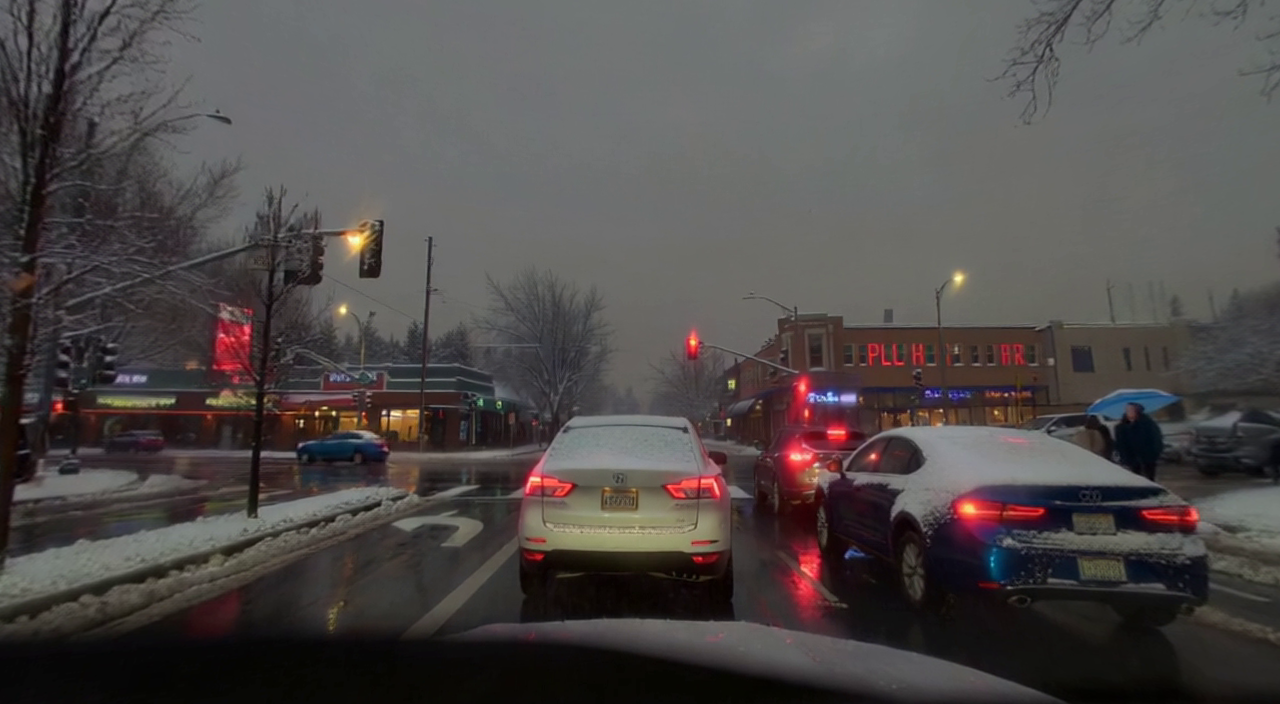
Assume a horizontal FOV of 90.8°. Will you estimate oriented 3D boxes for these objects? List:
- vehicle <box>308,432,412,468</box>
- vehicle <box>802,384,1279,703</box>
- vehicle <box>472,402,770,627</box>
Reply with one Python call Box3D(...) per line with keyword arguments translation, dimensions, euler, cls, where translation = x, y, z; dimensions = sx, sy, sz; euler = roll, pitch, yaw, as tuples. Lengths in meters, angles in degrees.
Box3D(translation=(-14.871, 5.199, 33.565), dimensions=(5.003, 1.799, 2.066), euler=(-4, -9, 21), cls="vehicle")
Box3D(translation=(3.026, 1.308, 5.445), dimensions=(1.983, 1.654, 4.354), euler=(0, -8, -2), cls="vehicle")
Box3D(translation=(-0.154, 1.505, 6.935), dimensions=(2.123, 1.589, 4.702), euler=(0, -8, 0), cls="vehicle")
